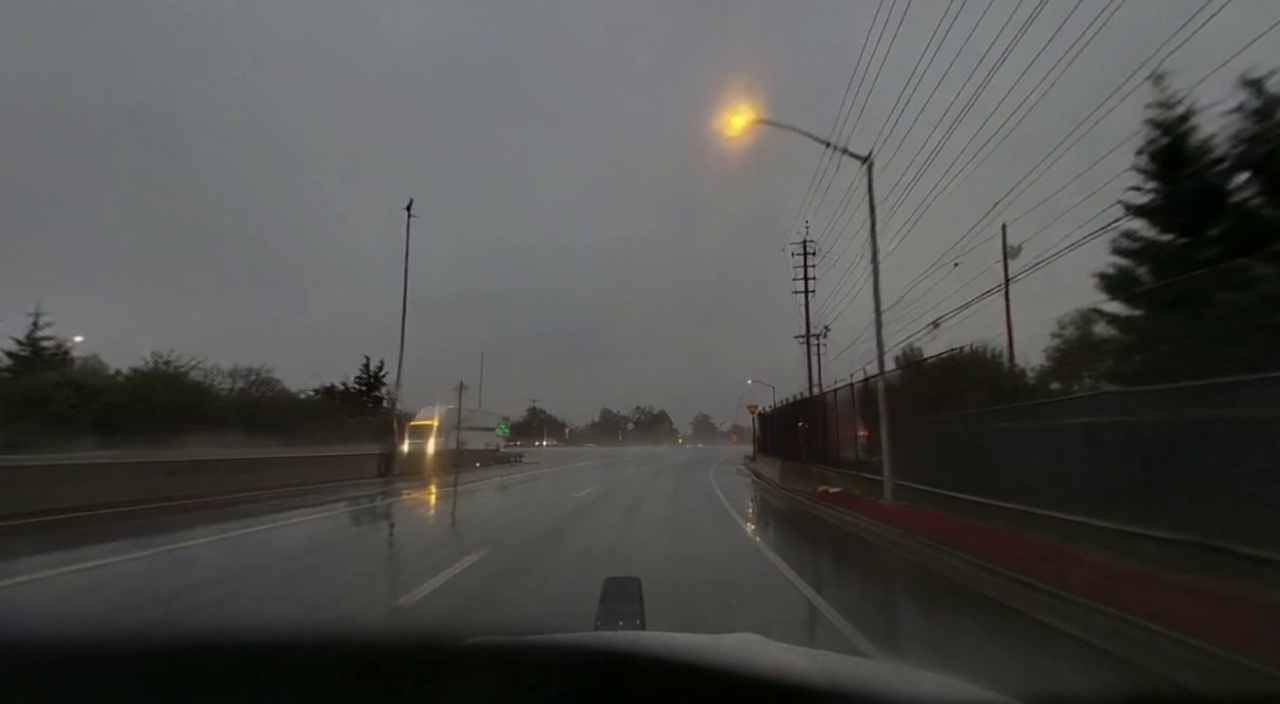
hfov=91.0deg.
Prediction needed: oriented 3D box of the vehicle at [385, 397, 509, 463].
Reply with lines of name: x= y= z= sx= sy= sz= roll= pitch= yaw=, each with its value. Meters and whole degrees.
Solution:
vehicle: x=-12.848 y=5.539 z=43.545 sx=2.994 sy=3.930 sz=11.114 roll=-2 pitch=-9 yaw=12
